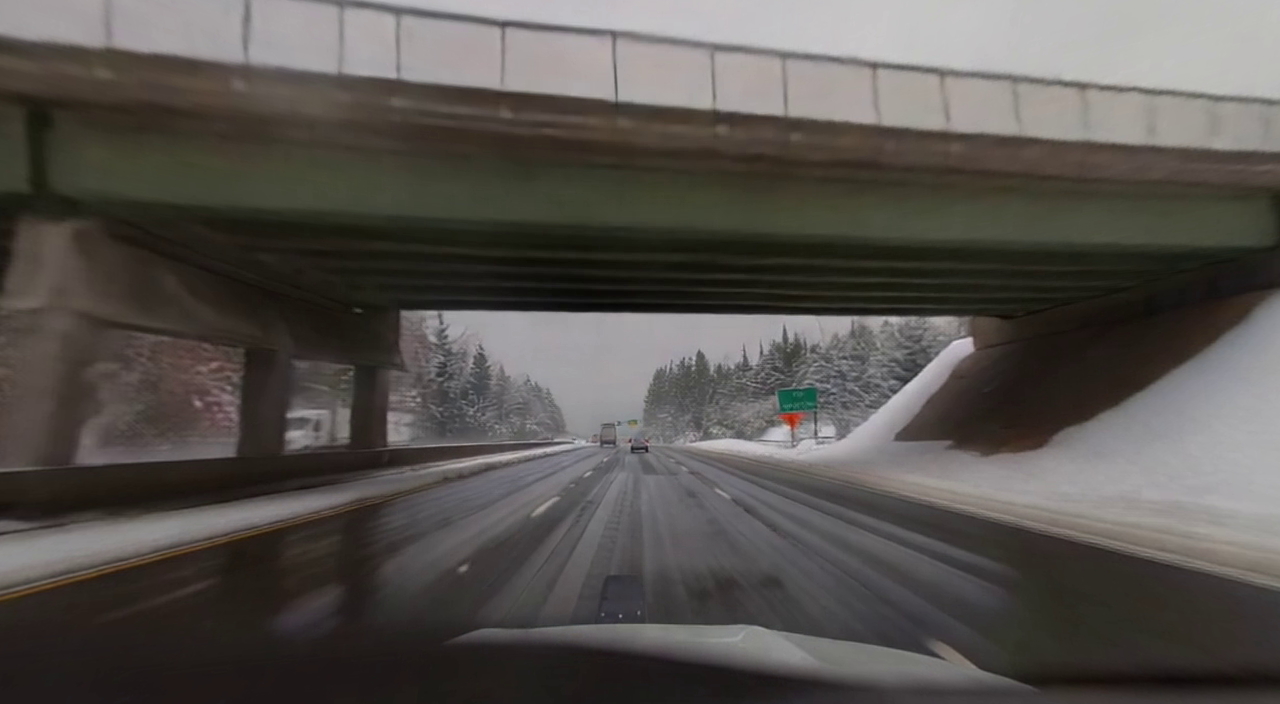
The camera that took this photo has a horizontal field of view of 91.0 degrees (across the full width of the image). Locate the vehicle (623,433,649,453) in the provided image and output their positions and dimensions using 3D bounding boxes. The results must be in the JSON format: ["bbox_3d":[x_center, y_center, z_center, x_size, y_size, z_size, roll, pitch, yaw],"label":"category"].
[{"bbox_3d":[-0.356,7.195,49.764,1.952,1.438,3.702,0,-8,-2],"label":"vehicle"}]

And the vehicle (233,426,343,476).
[{"bbox_3d":[-16.282,4.580,29.490,2.331,2.127,4.899,0,-8,0],"label":"vehicle"}]
